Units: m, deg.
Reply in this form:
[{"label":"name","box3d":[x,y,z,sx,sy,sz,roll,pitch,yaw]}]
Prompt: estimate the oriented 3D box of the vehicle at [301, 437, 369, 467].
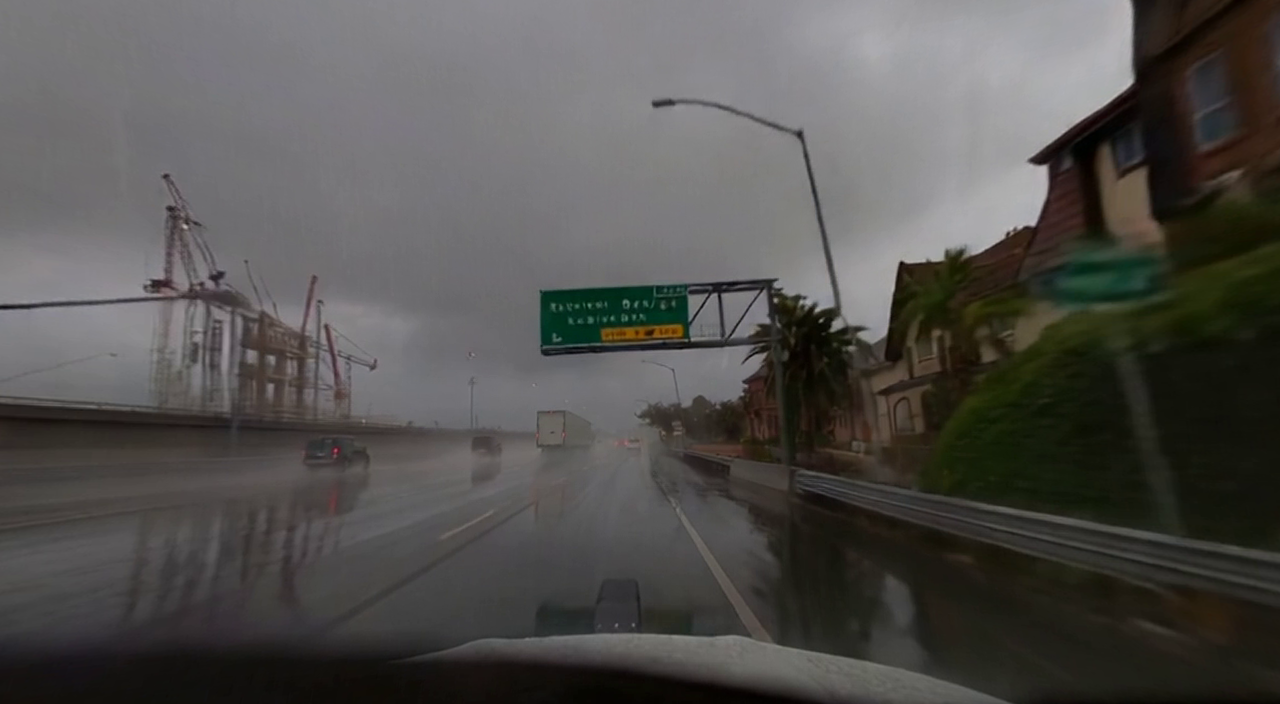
[{"label":"vehicle","box3d":[-18.852,6.197,39.281,1.932,1.752,4.541,0,-8,0]}]
